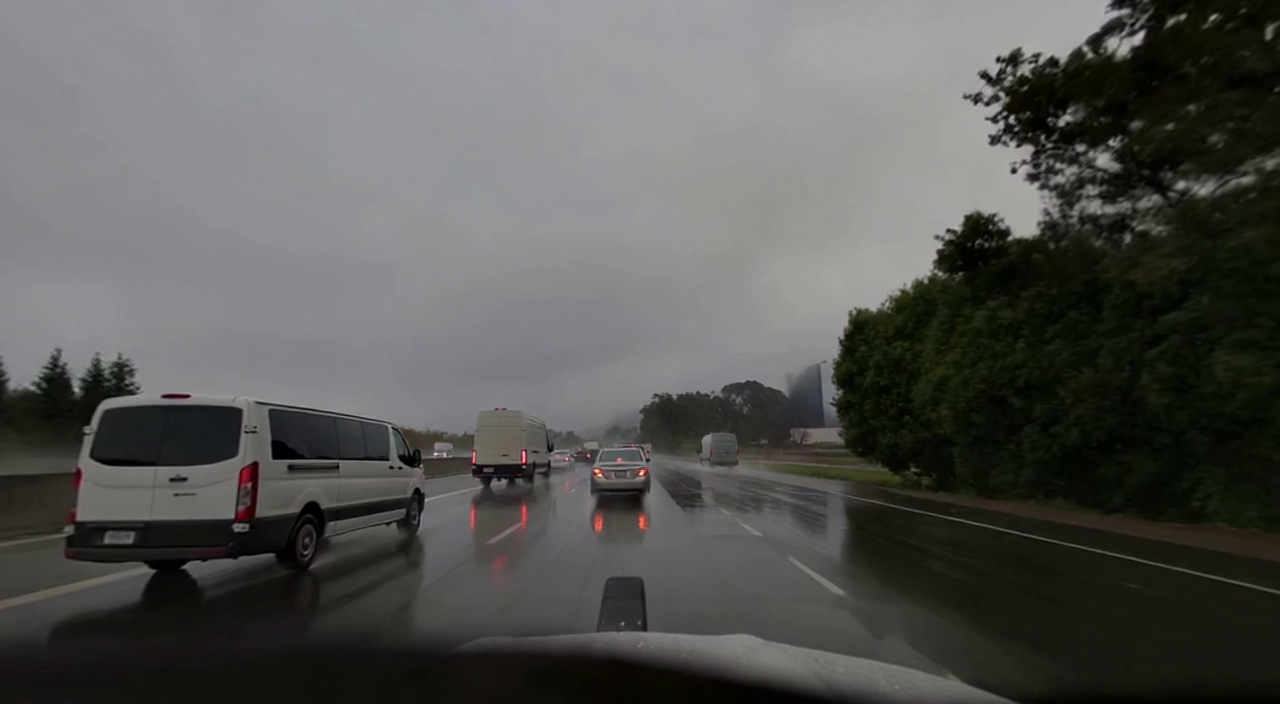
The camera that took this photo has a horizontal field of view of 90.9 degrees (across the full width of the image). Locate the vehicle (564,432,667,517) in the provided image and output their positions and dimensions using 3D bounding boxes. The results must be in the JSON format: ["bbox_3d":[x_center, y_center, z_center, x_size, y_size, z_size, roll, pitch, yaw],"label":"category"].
[{"bbox_3d":[-0.492,2.774,14.690,2.093,1.695,3.782,0,-9,0],"label":"vehicle"}]

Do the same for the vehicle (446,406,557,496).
[{"bbox_3d":[-4.528,3.444,21.992,2.248,2.626,6.837,0,-9,0],"label":"vehicle"}]

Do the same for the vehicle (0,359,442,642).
[{"bbox_3d":[-4.053,1.358,6.706,2.253,1.892,4.823,0,-9,1],"label":"vehicle"}]

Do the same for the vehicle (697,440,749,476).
[{"bbox_3d":[4.232,5.487,32.754,2.003,1.754,4.134,0,-9,-2],"label":"vehicle"}]
